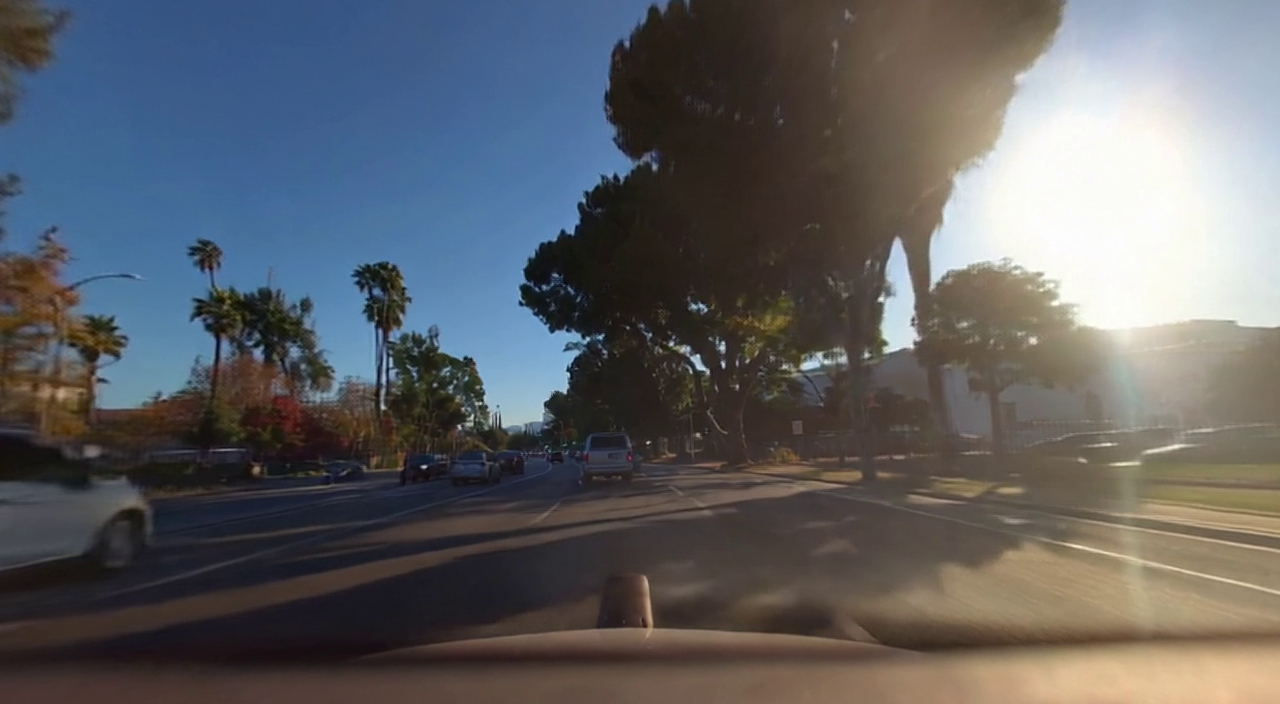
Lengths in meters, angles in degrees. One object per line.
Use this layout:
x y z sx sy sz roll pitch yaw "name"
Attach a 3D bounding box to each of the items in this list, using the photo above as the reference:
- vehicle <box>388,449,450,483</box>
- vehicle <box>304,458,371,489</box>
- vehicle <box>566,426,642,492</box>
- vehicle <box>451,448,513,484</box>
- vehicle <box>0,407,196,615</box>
-13.260 6.811 37.932 2.213 1.857 4.830 1 -9 -3 "vehicle"
-16.501 6.609 34.447 1.971 1.518 3.772 1 -9 -3 "vehicle"
-1.506 4.037 23.943 2.507 2.161 6.049 1 -9 -6 "vehicle"
-7.515 5.444 30.311 2.016 1.576 4.215 0 -9 -2 "vehicle"
-6.354 1.281 5.010 2.235 1.682 4.662 0 -9 -1 "vehicle"
